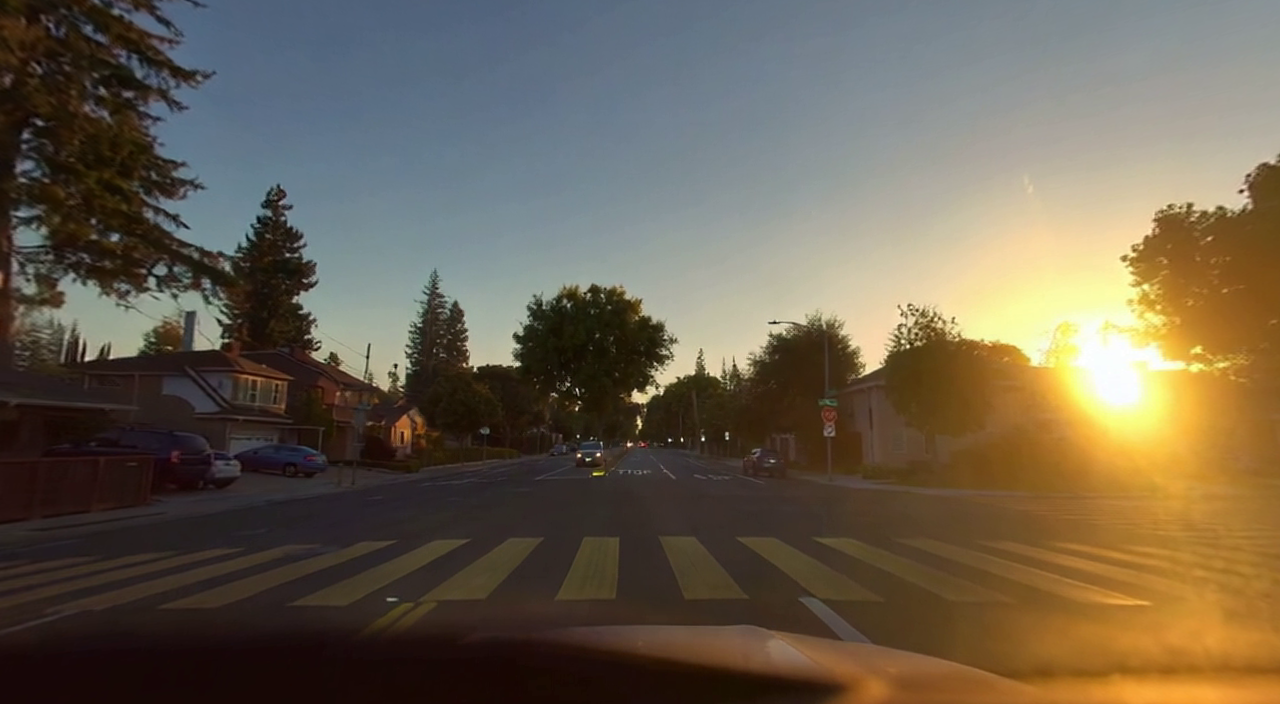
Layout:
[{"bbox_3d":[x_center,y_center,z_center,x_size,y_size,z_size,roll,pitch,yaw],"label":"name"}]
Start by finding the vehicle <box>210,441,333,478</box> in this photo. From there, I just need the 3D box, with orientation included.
[{"bbox_3d":[-17.961,5.251,30.959,4.743,1.734,1.994,0,-9,-1],"label":"vehicle"}]

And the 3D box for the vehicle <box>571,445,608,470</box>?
[{"bbox_3d":[-3.130,6.661,40.054,2.014,1.499,3.999,0,-9,0],"label":"vehicle"}]

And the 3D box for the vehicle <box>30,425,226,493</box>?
[{"bbox_3d":[-17.915,3.749,22.337,4.800,2.259,2.303,0,-9,-1],"label":"vehicle"}]

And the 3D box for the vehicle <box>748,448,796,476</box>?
[{"bbox_3d":[7.993,6.703,38.693,2.029,1.554,4.705,0,-9,1],"label":"vehicle"}]
